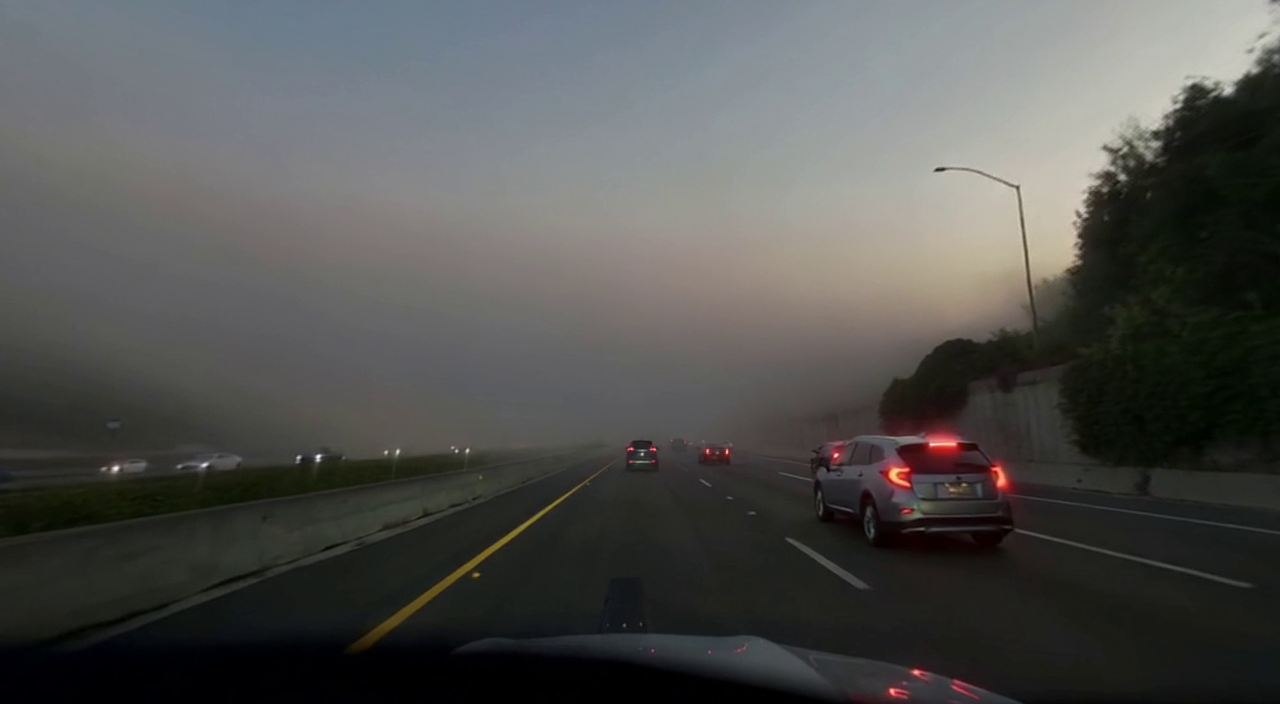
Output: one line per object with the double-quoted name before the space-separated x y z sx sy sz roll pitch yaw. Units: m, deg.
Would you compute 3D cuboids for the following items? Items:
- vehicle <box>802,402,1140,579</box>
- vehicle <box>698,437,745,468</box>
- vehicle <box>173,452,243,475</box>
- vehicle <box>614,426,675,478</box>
"vehicle" 3.736 1.639 8.292 2.003 1.661 4.418 0 -8 0
"vehicle" 4.201 5.245 33.017 1.825 1.487 4.034 0 -8 -1
"vehicle" -31.055 7.995 45.508 1.827 1.460 4.552 0 -8 0
"vehicle" 0.162 3.897 24.856 2.189 1.852 4.038 0 -8 0
